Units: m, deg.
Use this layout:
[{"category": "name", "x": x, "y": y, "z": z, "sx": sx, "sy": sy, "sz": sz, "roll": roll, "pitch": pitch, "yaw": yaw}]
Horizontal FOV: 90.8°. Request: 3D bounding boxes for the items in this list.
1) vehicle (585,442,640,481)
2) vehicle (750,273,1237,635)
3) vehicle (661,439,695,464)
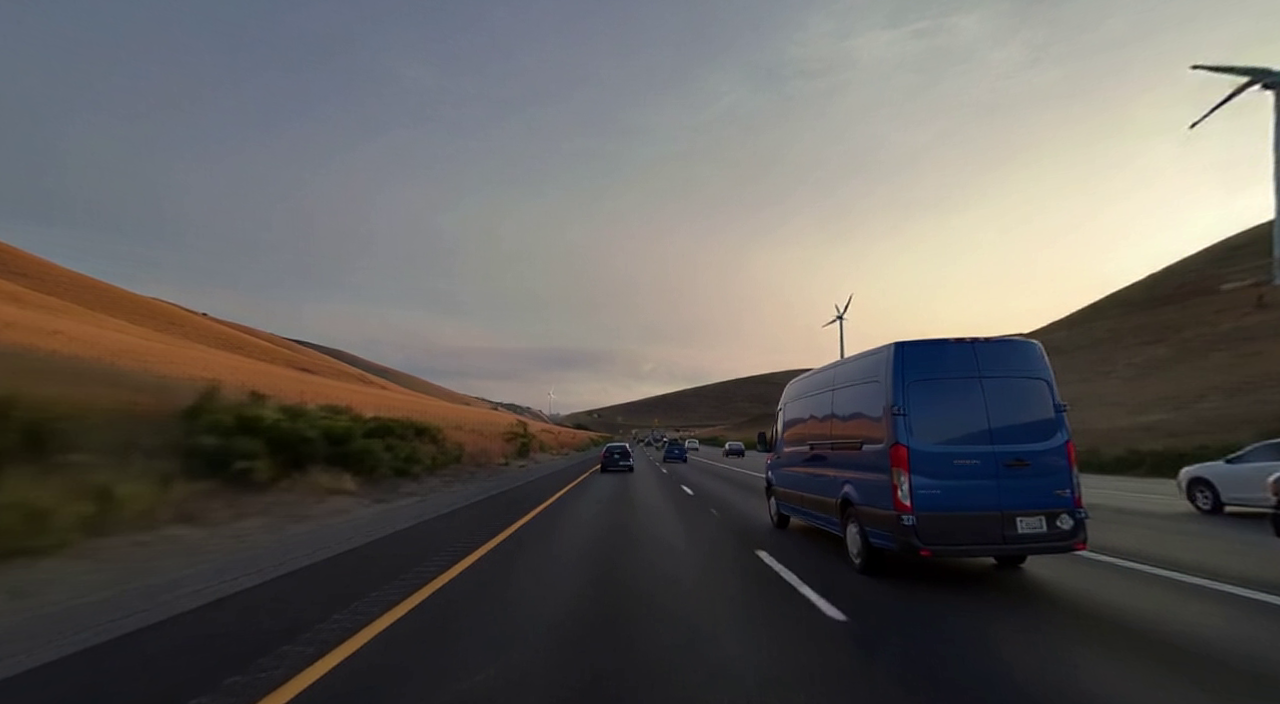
[{"category": "vehicle", "x": -1.071, "y": 4.417, "z": 25.820, "sx": 2.082, "sy": 1.445, "sz": 3.826, "roll": 0, "pitch": -8, "yaw": -1}, {"category": "vehicle", "x": 3.026, "y": 1.125, "z": 7.500, "sx": 2.365, "sy": 2.630, "sz": 5.754, "roll": 0, "pitch": -9, "yaw": 0}, {"category": "vehicle", "x": 2.673, "y": 7.185, "z": 45.612, "sx": 2.108, "sy": 1.717, "sz": 3.996, "roll": 0, "pitch": -9, "yaw": -2}]
